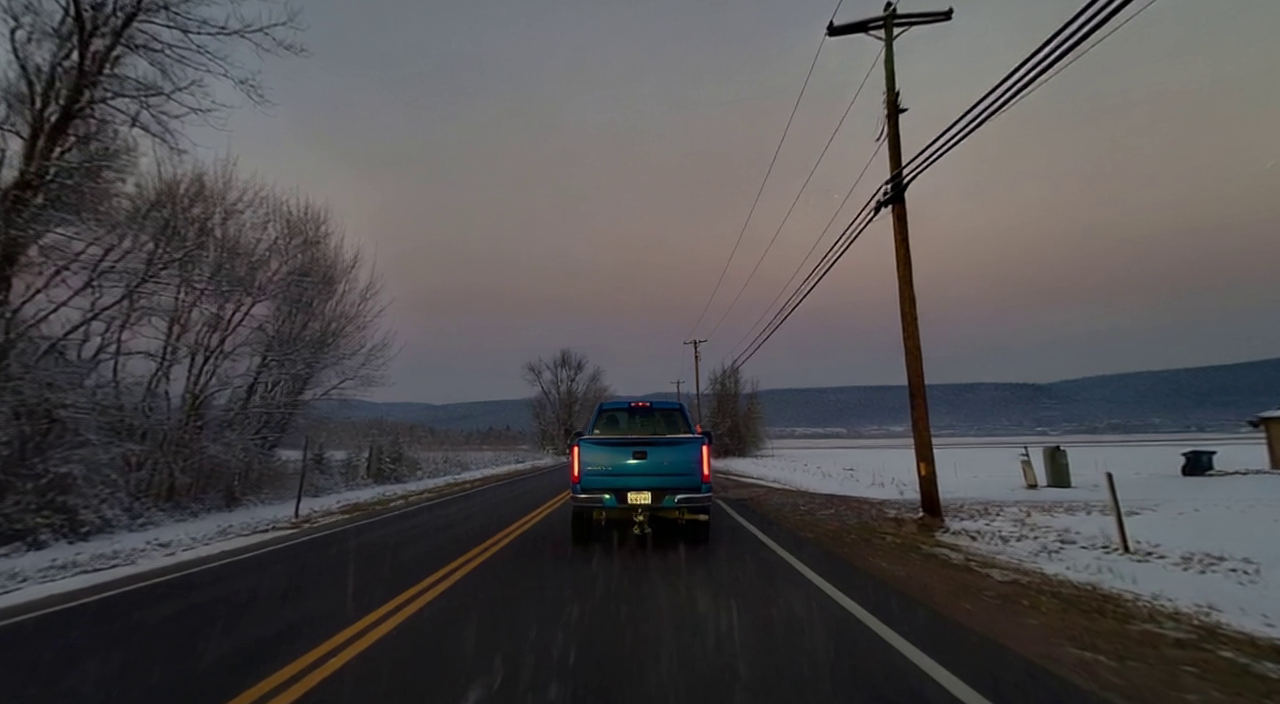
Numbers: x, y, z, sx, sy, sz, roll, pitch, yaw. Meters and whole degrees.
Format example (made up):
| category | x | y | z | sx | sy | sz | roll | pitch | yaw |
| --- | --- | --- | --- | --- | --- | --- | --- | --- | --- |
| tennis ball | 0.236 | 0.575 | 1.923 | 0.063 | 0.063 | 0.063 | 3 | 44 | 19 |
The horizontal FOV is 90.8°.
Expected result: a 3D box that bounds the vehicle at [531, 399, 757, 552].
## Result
| category | x | y | z | sx | sy | sz | roll | pitch | yaw |
| --- | --- | --- | --- | --- | --- | --- | --- | --- | --- |
| vehicle | 0.015 | 1.958 | 10.794 | 2.774 | 1.861 | 5.885 | 0 | -8 | -1 |
